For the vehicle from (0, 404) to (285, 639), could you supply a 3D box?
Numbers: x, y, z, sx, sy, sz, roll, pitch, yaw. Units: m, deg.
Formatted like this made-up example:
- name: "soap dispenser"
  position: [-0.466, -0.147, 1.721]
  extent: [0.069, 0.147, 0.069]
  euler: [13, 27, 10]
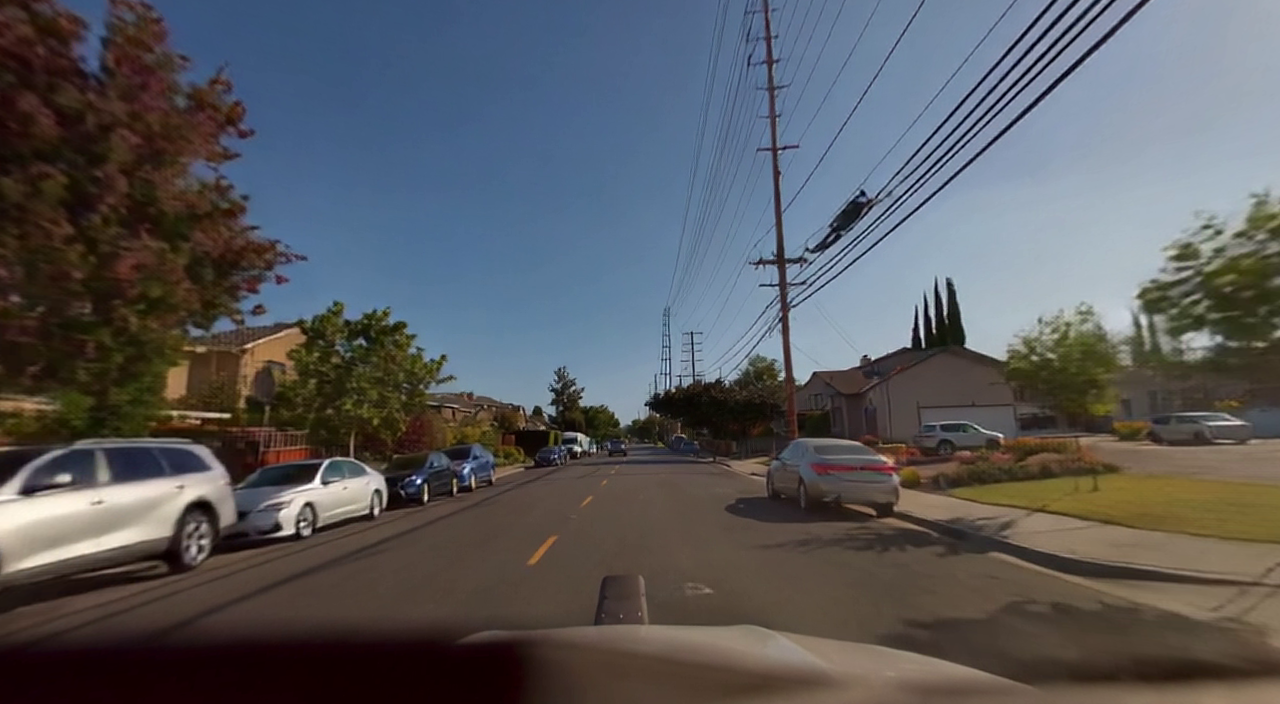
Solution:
- name: "vehicle"
  position: [-6.283, 1.654, 6.710]
  extent: [2.192, 1.873, 4.985]
  euler: [-3, -8, 0]

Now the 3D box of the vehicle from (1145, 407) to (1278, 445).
- name: "vehicle"
  position: [24.242, 3.241, 27.080]
  extent: [1.796, 1.471, 4.679]
  euler: [-1, -8, 8]

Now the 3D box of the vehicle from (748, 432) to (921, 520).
- name: "vehicle"
  position: [3.788, 2.504, 13.415]
  extent: [2.108, 1.493, 4.878]
  euler: [0, -8, 0]

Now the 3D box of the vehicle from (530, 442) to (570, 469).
- name: "vehicle"
  position: [-6.110, 7.072, 43.361]
  extent: [2.055, 1.666, 4.168]
  euler: [-2, -8, 1]

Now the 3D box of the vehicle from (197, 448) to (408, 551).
- name: "vehicle"
  position: [-6.113, 2.650, 12.150]
  extent: [1.813, 1.447, 4.437]
  euler: [-3, -8, -3]

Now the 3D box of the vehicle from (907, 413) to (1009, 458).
- name: "vehicle"
  position: [13.357, 3.591, 26.933]
  extent: [2.039, 1.712, 4.766]
  euler: [-2, -8, 3]
